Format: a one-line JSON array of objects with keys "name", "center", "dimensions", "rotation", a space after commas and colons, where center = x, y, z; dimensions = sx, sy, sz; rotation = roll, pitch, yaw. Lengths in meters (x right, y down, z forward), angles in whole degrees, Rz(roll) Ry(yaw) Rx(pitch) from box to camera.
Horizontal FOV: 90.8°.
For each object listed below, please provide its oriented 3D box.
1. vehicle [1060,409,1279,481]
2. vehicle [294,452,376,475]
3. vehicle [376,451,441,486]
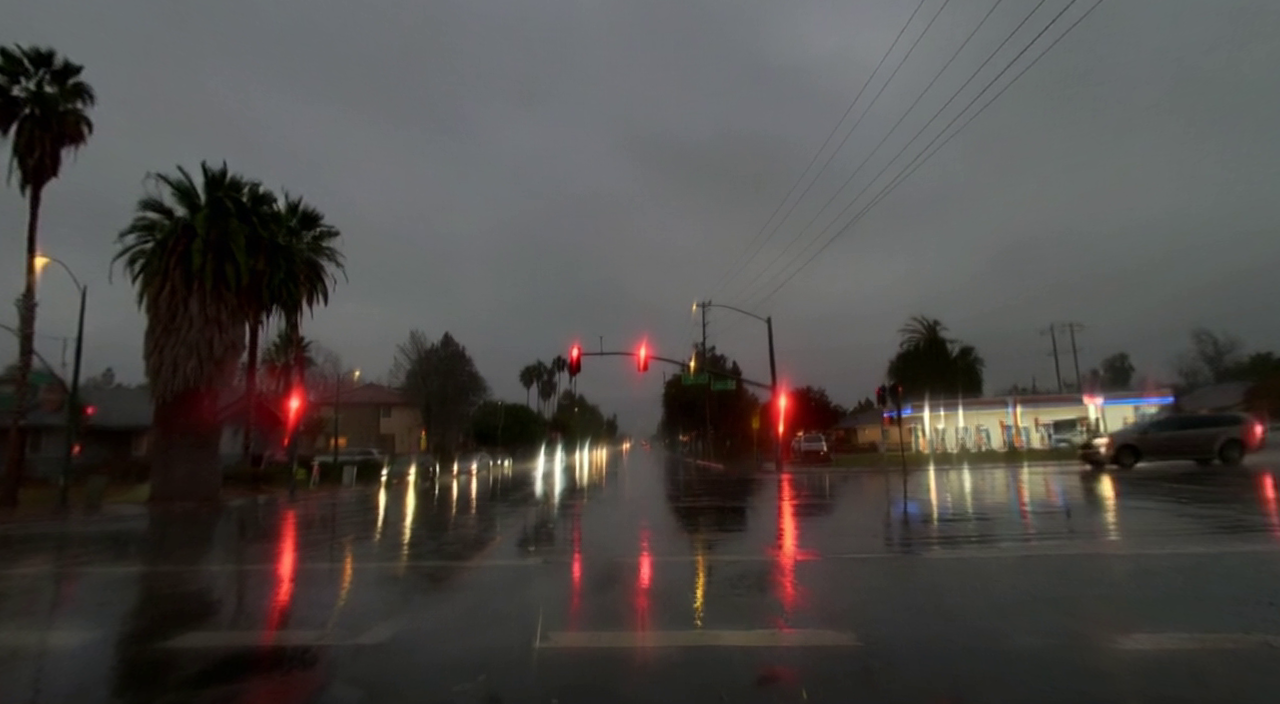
[{"name": "vehicle", "center": [14.701, 2.527, 17.229], "dimensions": [5.086, 1.817, 1.952], "rotation": [0, -9, -3]}, {"name": "vehicle", "center": [-20.958, 7.680, 43.516], "dimensions": [4.672, 1.469, 1.816], "rotation": [-1, -9, -2]}, {"name": "vehicle", "center": [-13.055, 6.556, 35.949], "dimensions": [2.009, 1.777, 4.559], "rotation": [0, -9, -1]}]
